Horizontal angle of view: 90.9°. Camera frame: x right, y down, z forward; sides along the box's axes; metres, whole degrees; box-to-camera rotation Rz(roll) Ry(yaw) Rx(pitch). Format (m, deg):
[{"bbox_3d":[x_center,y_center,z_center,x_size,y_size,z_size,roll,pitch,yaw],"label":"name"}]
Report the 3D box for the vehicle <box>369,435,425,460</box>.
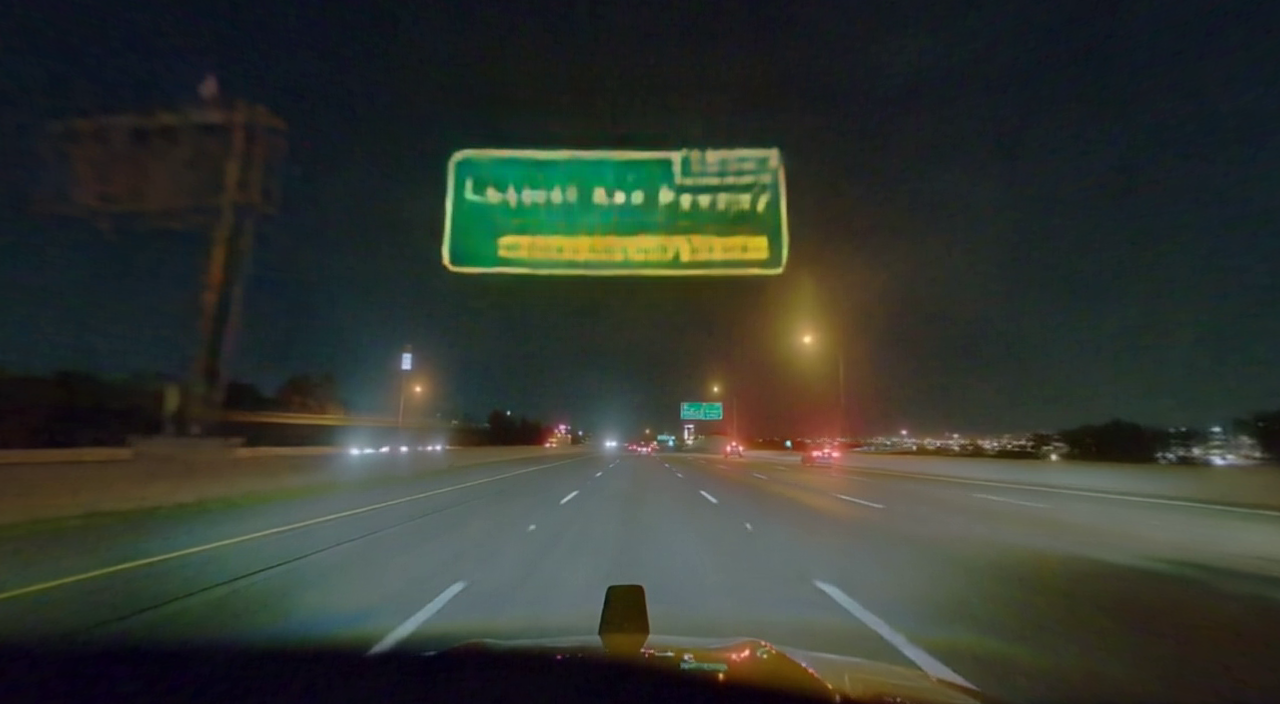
[{"bbox_3d":[-18.396,7.265,48.019,2.174,1.723,5.143,0,-8,0],"label":"vehicle"}]
